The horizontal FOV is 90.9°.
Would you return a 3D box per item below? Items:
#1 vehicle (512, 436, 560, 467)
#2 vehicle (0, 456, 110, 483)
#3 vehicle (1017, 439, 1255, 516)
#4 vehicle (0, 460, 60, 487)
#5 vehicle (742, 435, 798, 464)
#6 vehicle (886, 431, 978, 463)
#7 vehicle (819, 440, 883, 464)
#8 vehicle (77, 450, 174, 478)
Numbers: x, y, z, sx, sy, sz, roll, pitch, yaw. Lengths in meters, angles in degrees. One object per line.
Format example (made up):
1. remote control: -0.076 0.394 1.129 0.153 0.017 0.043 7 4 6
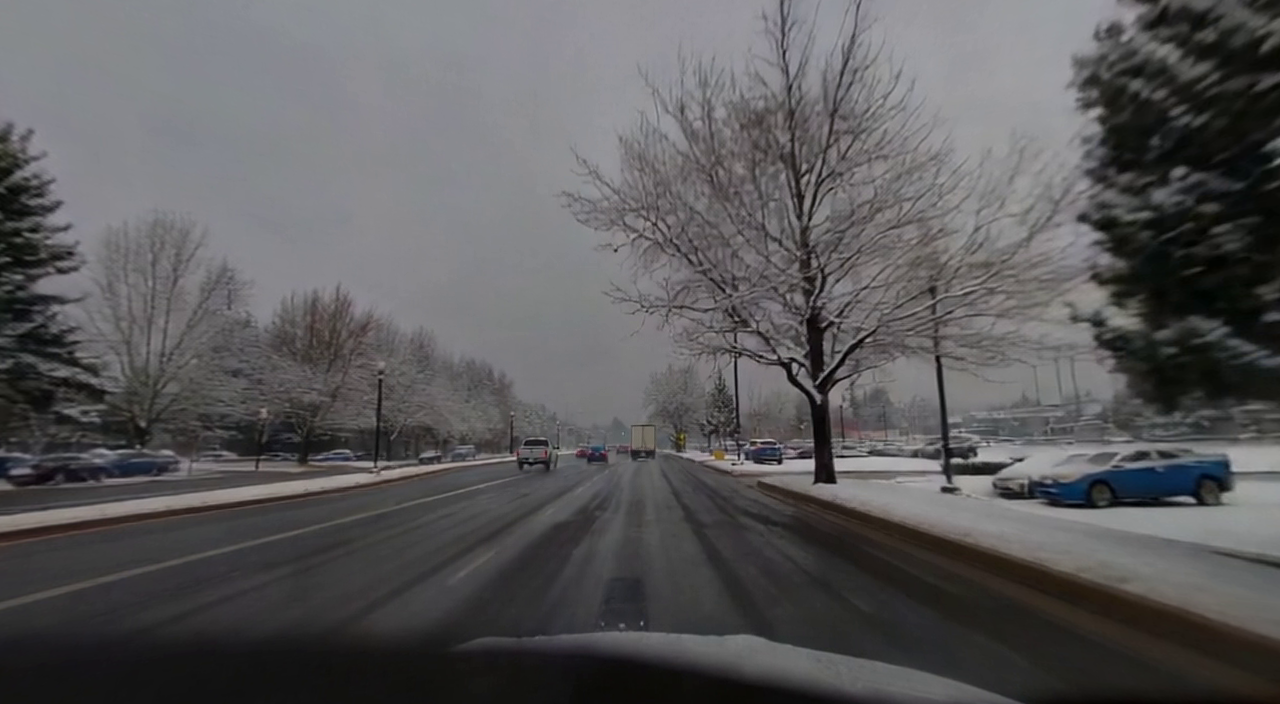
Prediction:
1. vehicle: -6.690 6.466 41.182 2.149 1.893 5.187 0 -8 2
2. vehicle: -33.558 6.716 36.125 4.607 1.474 1.960 0 -8 1
3. vehicle: 13.859 3.504 17.900 4.812 1.825 2.073 -3 -9 2
4. vehicle: -33.911 6.490 33.743 3.913 1.329 1.824 0 -8 1
5. vehicle: 8.407 6.349 41.190 2.057 1.750 4.679 1 -9 -9
6. vehicle: 18.762 6.168 40.909 2.211 1.880 5.847 2 -9 -12
7. vehicle: 13.672 6.503 41.117 1.944 1.476 4.483 1 -9 -11
8. vehicle: -34.025 7.377 41.780 4.555 1.761 2.039 0 -8 0
